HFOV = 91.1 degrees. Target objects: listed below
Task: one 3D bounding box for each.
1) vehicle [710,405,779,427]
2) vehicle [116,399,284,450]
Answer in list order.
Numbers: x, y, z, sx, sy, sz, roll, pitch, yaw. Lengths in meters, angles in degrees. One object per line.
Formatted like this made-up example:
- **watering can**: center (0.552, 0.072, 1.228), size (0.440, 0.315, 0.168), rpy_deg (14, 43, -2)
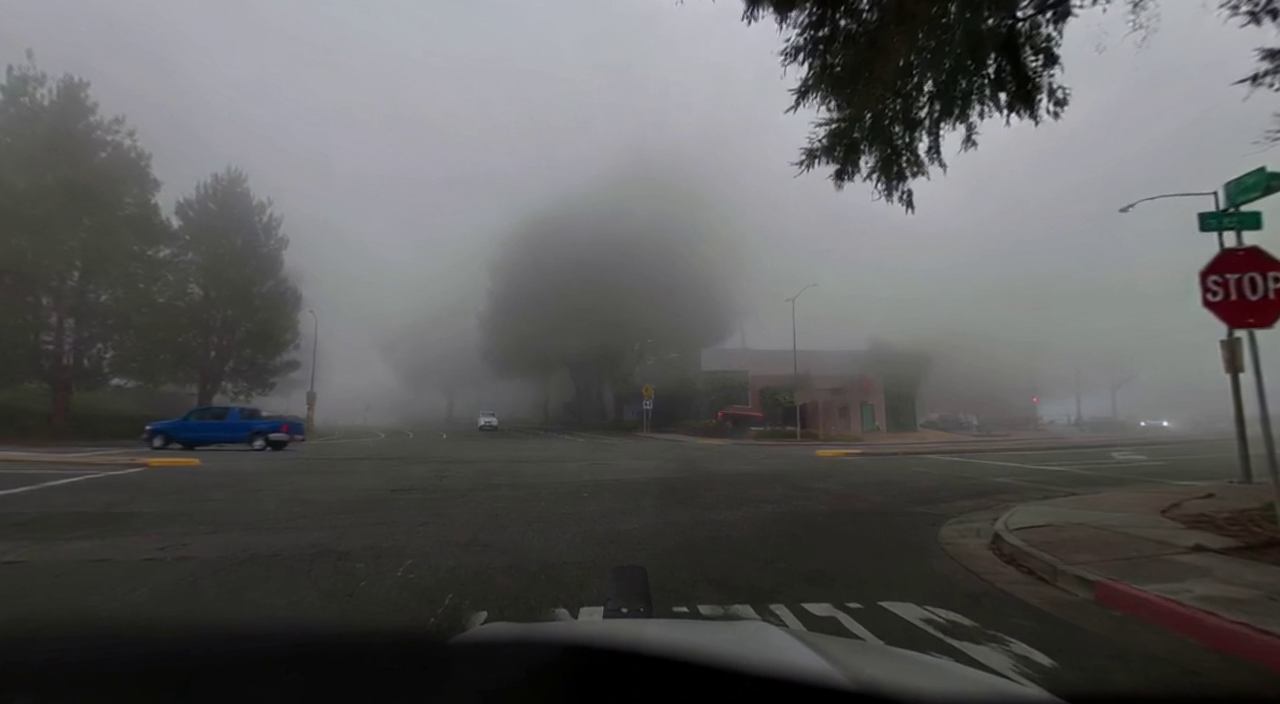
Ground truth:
- **vehicle**: center (7.609, 4.706, 45.866), size (4.674, 1.483, 1.745), rpy_deg (1, -8, -7)
- **vehicle**: center (-17.340, 2.950, 25.072), size (4.961, 1.876, 2.091), rpy_deg (2, -9, -15)
